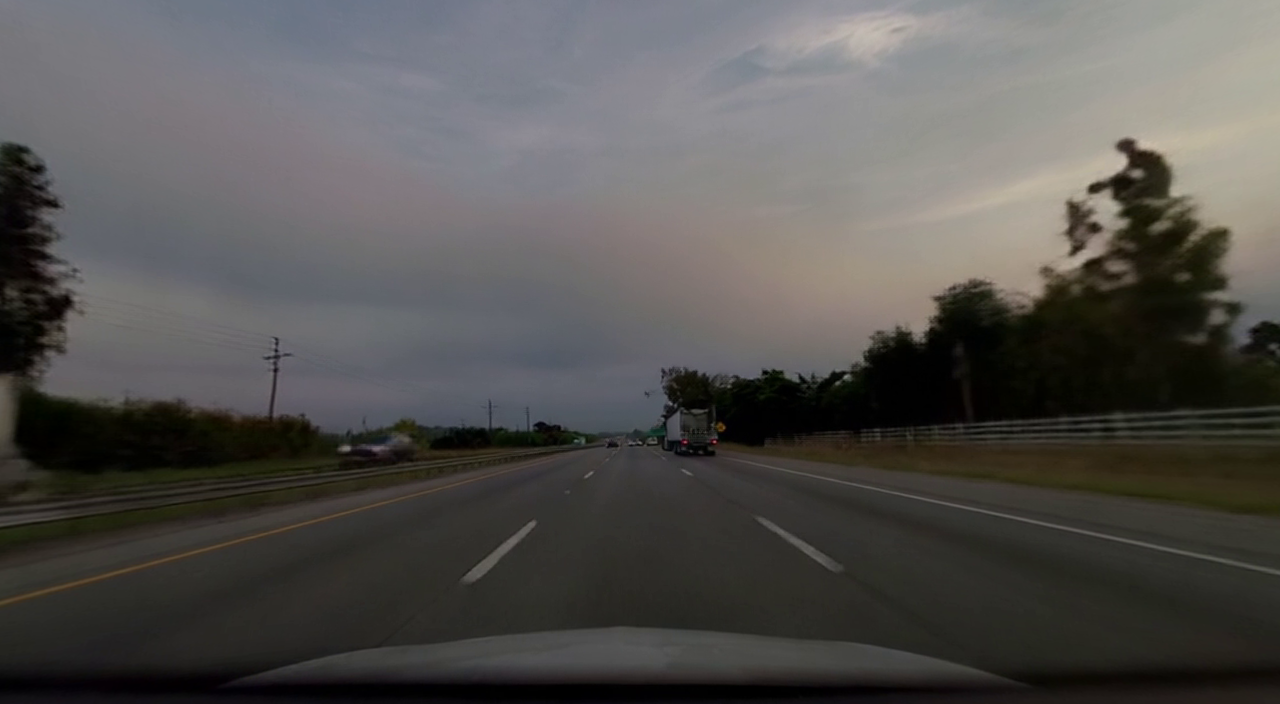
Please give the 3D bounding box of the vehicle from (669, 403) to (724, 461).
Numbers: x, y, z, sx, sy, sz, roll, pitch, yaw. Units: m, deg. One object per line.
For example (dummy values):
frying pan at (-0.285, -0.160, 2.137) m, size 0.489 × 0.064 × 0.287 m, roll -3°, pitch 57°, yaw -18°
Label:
vehicle at (3.547, 5.300, 41.341) m, size 2.766 × 3.349 × 7.796 m, roll -1°, pitch -8°, yaw 0°

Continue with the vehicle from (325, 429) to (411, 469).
vehicle at (-12.935, 4.638, 30.321) m, size 2.061 × 1.728 × 4.748 m, roll -1°, pitch -8°, yaw -1°
